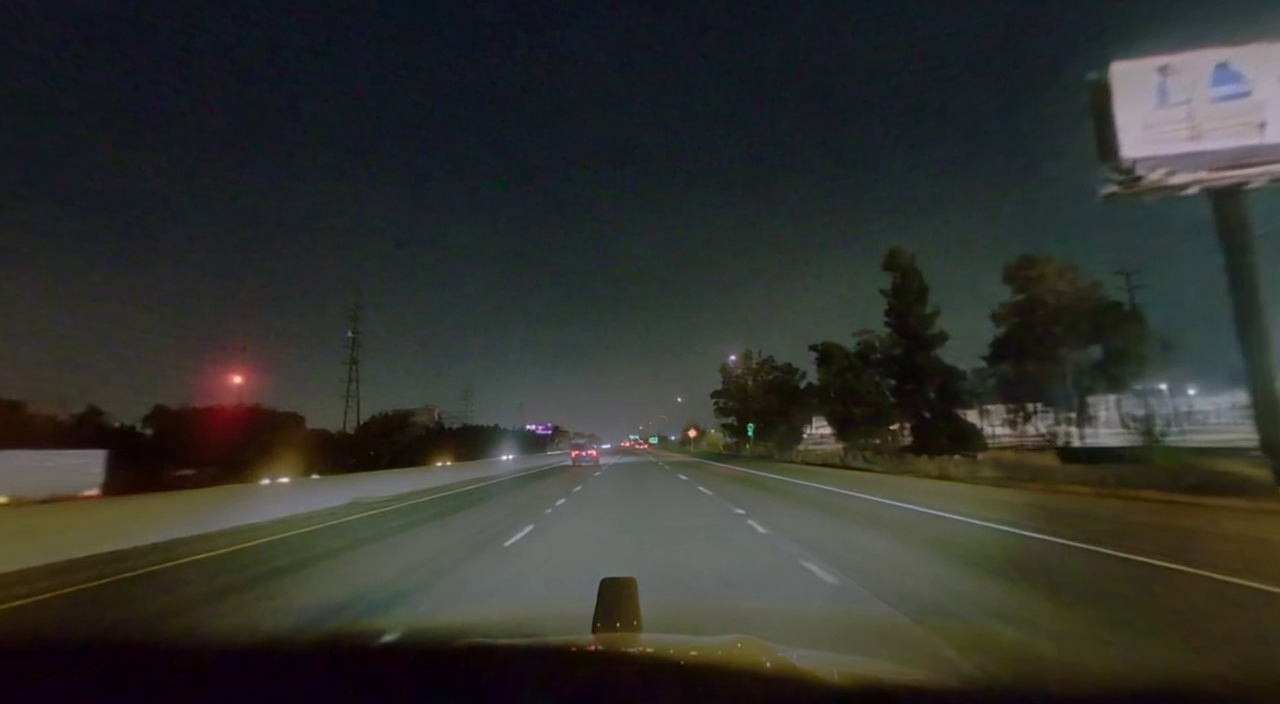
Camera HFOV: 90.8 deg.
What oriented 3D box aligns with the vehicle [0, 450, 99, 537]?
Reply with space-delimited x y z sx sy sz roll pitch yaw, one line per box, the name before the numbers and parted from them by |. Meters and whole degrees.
vehicle | -29.013 6.325 28.636 2.914 3.668 6.632 0 -8 0
